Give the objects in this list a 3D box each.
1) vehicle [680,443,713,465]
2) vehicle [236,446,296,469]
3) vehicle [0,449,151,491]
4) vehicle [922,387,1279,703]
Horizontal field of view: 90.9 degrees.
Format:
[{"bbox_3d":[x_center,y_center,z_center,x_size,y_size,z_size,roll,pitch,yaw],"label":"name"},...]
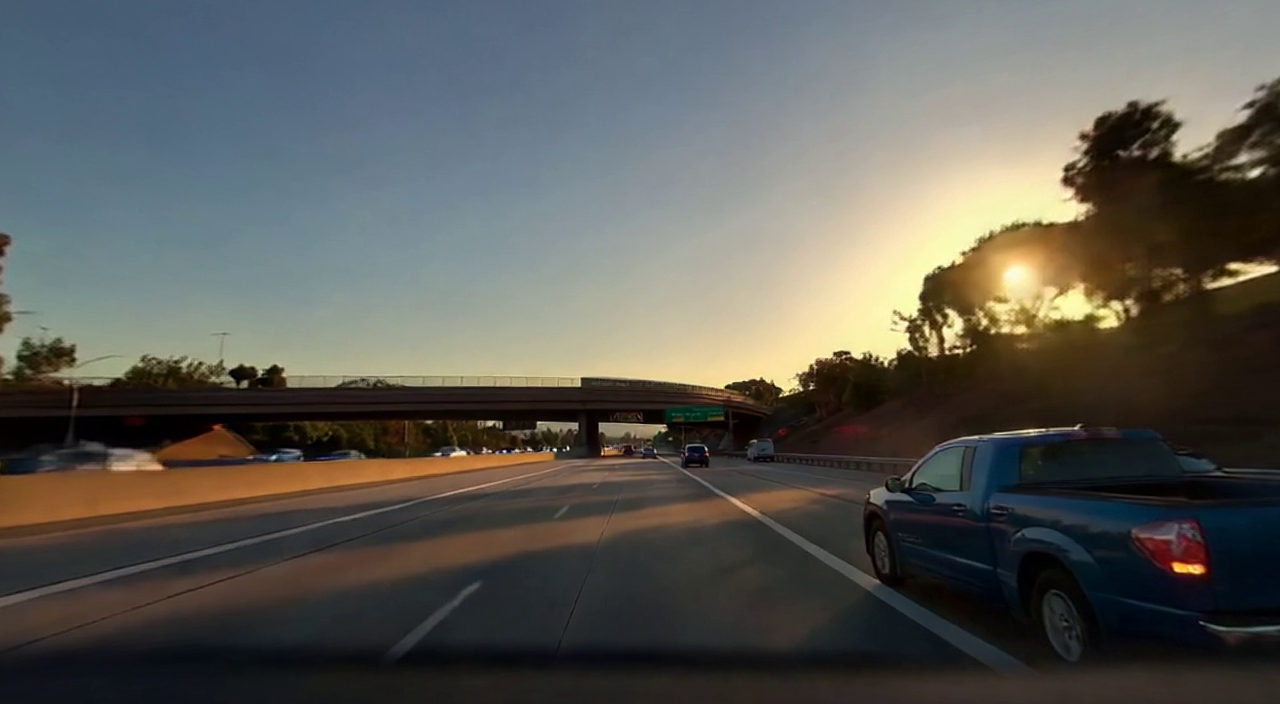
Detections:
[{"bbox_3d":[4.274,7.755,48.103,2.014,1.643,4.039,0,-8,-1],"label":"vehicle"},{"bbox_3d":[-29.209,8.224,49.425,1.897,1.665,4.562,0,-8,0],"label":"vehicle"},{"bbox_3d":[-21.954,4.546,24.763,1.876,1.456,4.456,0,-8,0],"label":"vehicle"},{"bbox_3d":[3.396,0.962,2.739,2.119,1.524,4.807,0,-8,0],"label":"vehicle"}]
